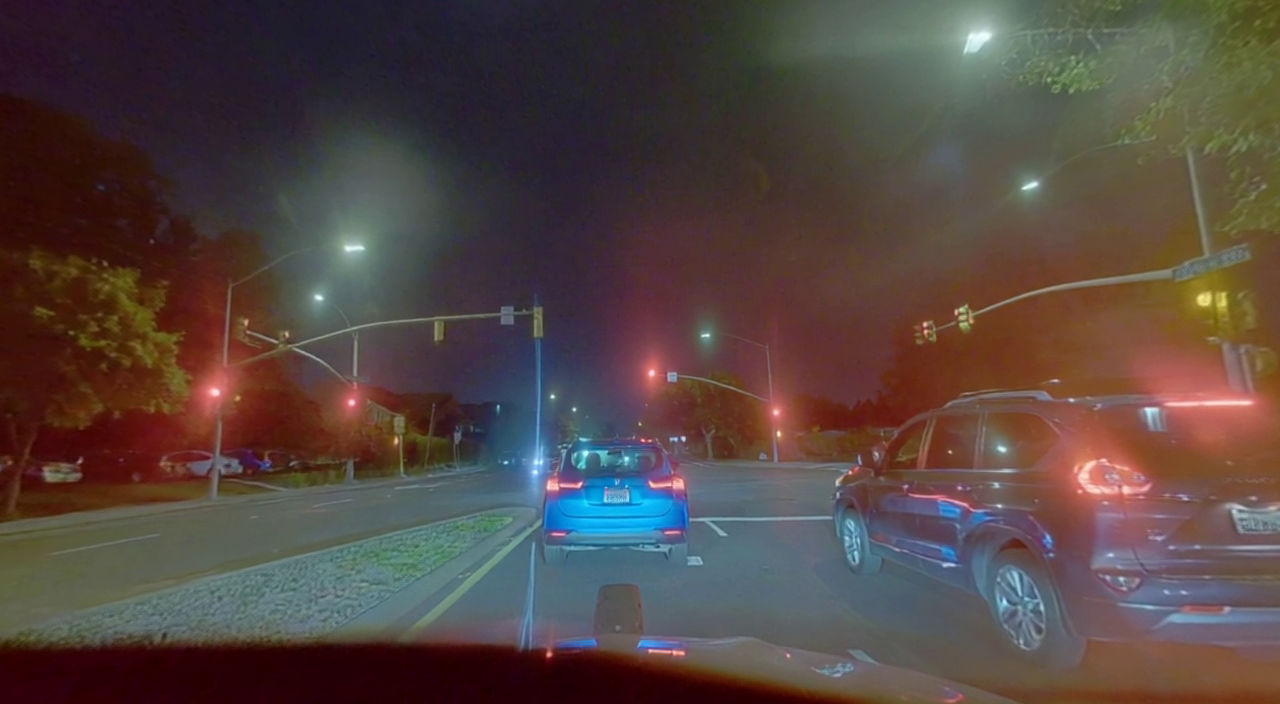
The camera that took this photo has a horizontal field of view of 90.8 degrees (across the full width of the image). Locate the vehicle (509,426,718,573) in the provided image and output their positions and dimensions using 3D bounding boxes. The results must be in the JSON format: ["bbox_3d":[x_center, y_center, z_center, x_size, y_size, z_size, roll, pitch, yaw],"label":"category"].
[{"bbox_3d":[-0.321,1.895,9.010,2.177,1.512,4.682,0,-9,-1],"label":"vehicle"}]

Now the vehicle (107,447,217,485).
[{"bbox_3d":[-28.602,6.784,38.062,4.943,2.110,2.217,5,-10,-32],"label":"vehicle"}]

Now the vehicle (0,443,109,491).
[{"bbox_3d":[-28.480,5.336,29.521,5.119,2.119,2.199,5,-10,-31],"label":"vehicle"}]

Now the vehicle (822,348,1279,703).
[{"bbox_3d":[3.189,1.178,5.201,2.046,1.768,4.370,0,-9,0],"label":"vehicle"}]
